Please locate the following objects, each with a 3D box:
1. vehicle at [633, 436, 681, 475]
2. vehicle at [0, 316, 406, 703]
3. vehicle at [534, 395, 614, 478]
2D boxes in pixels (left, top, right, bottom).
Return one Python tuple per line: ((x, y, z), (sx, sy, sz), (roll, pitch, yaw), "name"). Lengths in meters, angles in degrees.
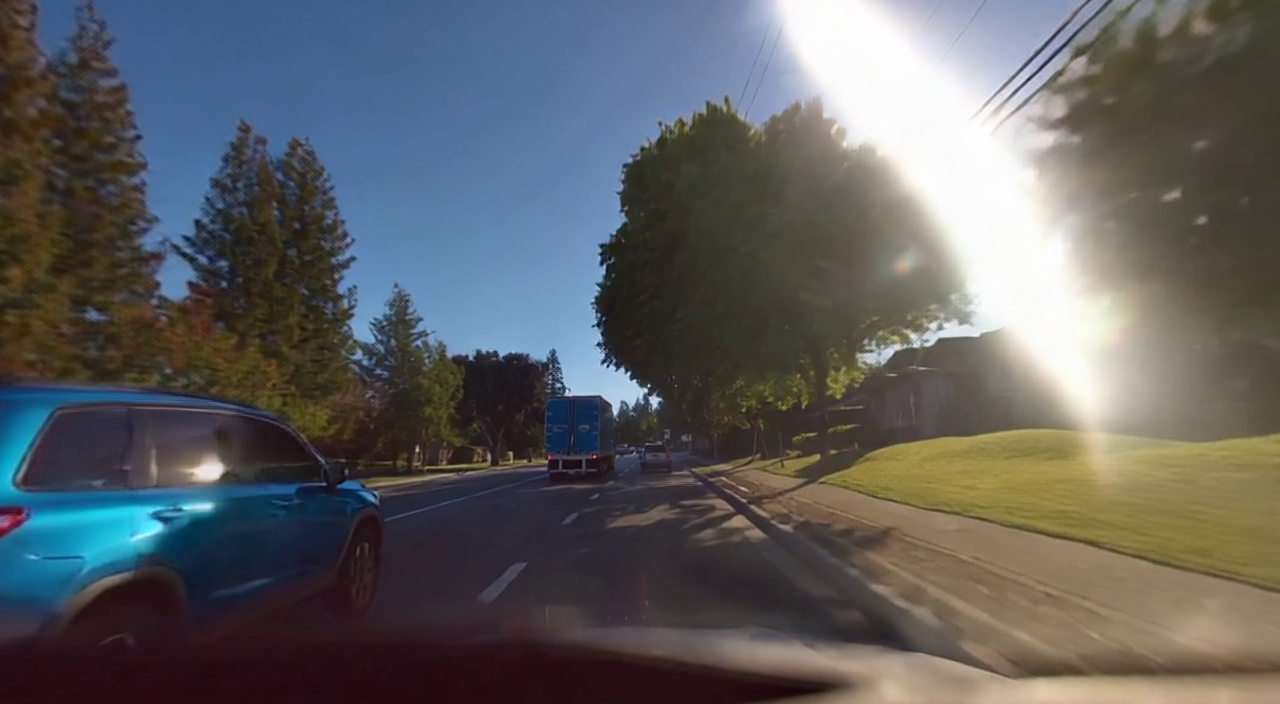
((0.793, 5.010, 30.621), (2.174, 1.749, 4.113), (0, -8, 1), "vehicle")
((-3.293, 1.014, 3.640), (2.093, 1.832, 4.508), (0, -9, 1), "vehicle")
((-3.079, 4.398, 32.406), (2.928, 3.658, 8.980), (0, -8, 1), "vehicle")
